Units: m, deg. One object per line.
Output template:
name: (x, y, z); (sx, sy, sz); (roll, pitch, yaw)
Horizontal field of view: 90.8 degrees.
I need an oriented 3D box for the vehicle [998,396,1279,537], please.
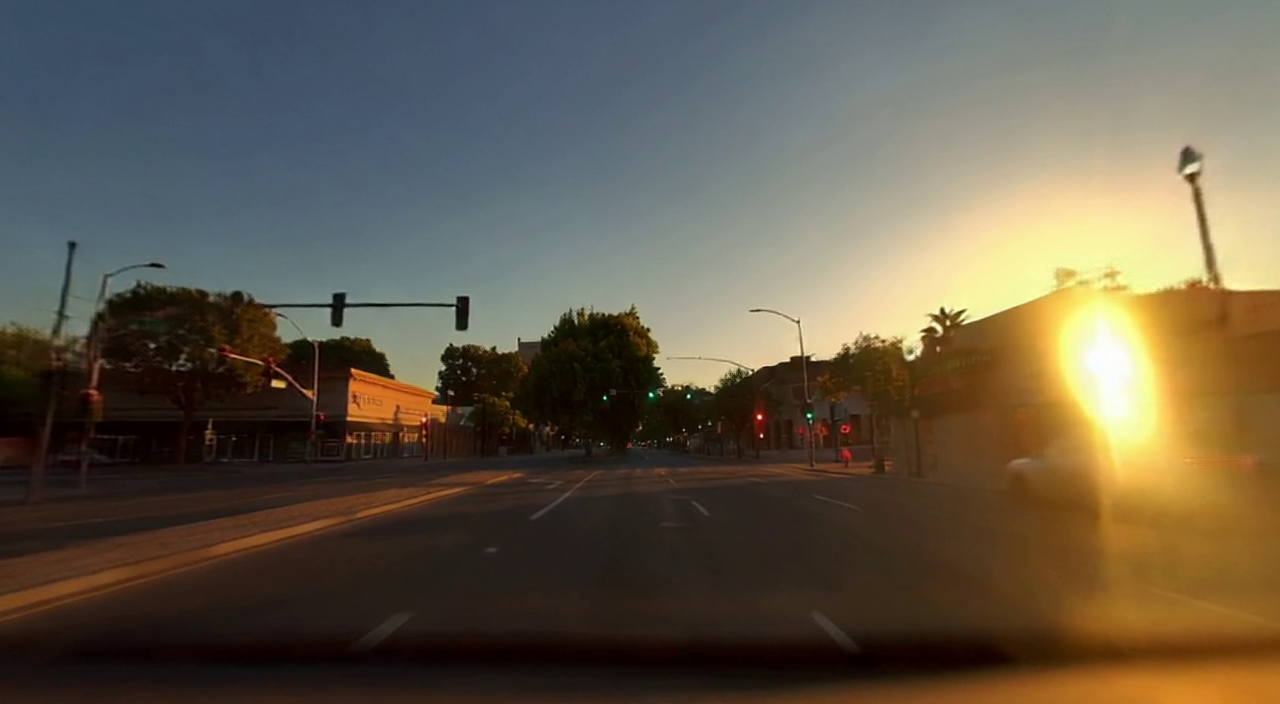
vehicle: (9.992, 2.148, 12.467); (2.273, 2.103, 5.788); (0, -8, -2)
